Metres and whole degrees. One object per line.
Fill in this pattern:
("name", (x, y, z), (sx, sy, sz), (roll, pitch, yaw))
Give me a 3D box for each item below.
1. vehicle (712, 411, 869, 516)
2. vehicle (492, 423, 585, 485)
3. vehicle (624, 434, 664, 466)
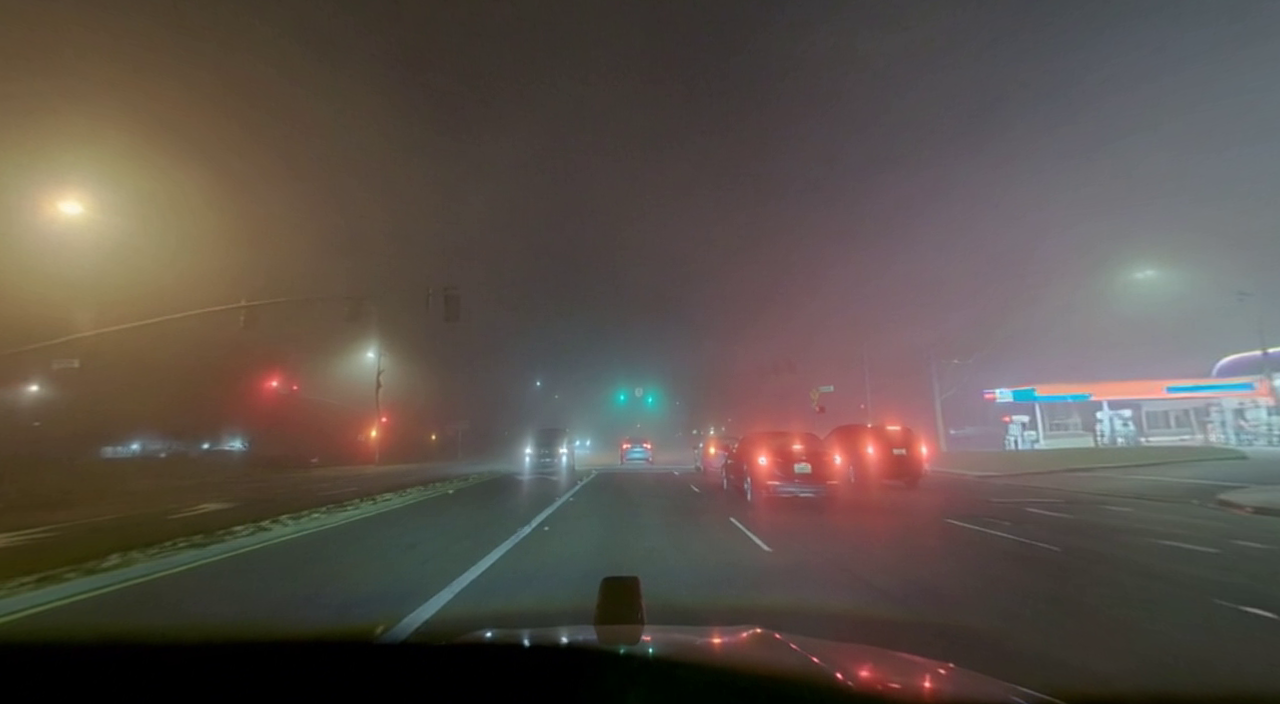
("vehicle", (2.881, 2.286, 13.382), (2.140, 1.800, 4.660), (0, -8, 0))
("vehicle", (-3.214, 3.363, 21.070), (2.261, 1.820, 4.255), (0, -8, 2))
("vehicle", (0.191, 5.558, 35.890), (2.131, 1.665, 3.926), (0, -8, -2))
